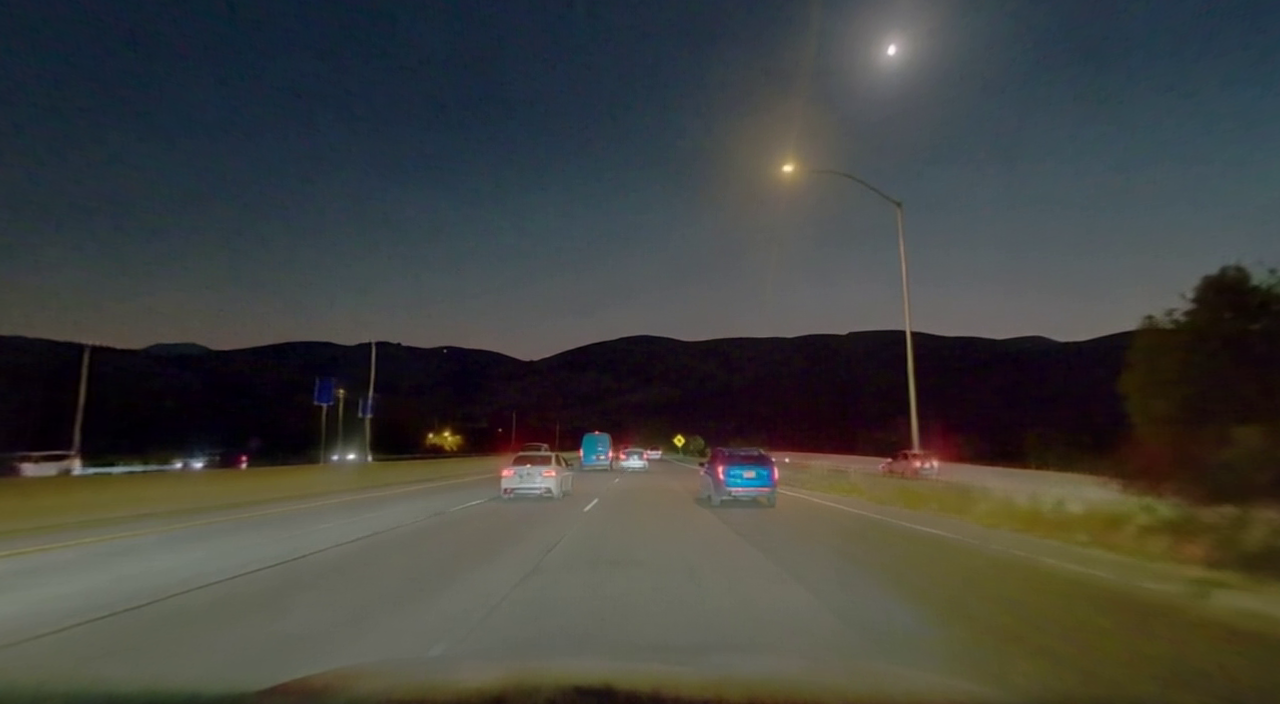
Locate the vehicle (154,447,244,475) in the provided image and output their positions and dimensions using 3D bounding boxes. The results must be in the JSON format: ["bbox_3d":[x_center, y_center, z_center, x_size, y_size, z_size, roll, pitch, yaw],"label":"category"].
[{"bbox_3d":[-33.880,8.366,48.779,2.295,2.002,6.355,0,-9,0],"label":"vehicle"}]

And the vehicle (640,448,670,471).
[{"bbox_3d":[1.065,7.745,45.594,2.054,1.504,3.890,0,-8,0],"label":"vehicle"}]

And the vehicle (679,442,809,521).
[{"bbox_3d":[2.131,2.808,14.321,2.050,1.491,4.362,0,-8,-2],"label":"vehicle"}]

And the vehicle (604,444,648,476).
[{"bbox_3d":[-0.856,6.121,36.002,2.270,1.660,4.101,0,-9,-4],"label":"vehicle"}]

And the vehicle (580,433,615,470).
[{"bbox_3d":[-3.271,7.820,49.536,2.396,2.664,5.735,0,-9,0],"label":"vehicle"}]

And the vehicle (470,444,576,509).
[{"bbox_3d":[-2.952,3.242,16.935,1.990,1.501,4.250,0,-8,1],"label":"vehicle"}]

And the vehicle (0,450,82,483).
[{"bbox_3d":[-34.379,6.321,34.935,1.974,1.677,5.416,0,-9,1],"label":"vehicle"}]
